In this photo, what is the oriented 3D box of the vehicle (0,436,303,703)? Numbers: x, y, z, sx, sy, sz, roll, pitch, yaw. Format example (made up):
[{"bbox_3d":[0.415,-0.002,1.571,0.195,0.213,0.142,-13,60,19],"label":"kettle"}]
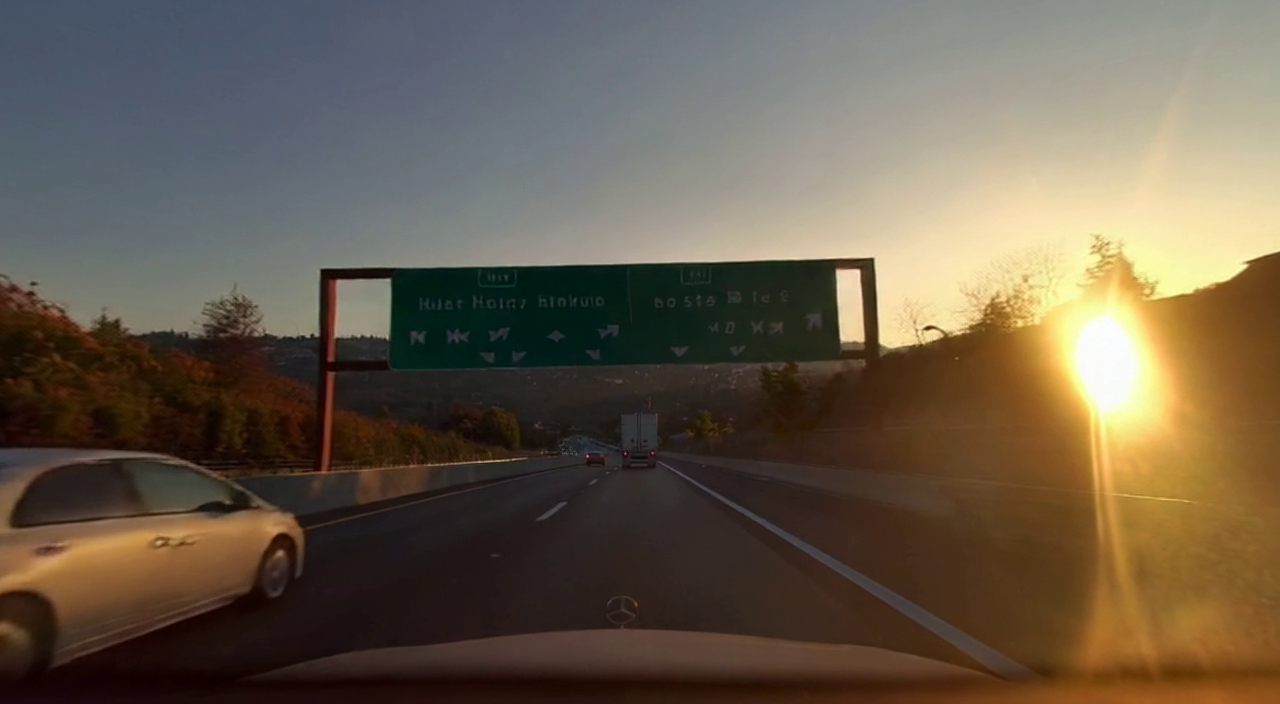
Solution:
[{"bbox_3d":[-4.053,1.244,3.704,1.839,1.451,4.097,-1,-9,1],"label":"vehicle"}]

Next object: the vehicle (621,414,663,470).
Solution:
[{"bbox_3d":[0.024,6.936,48.247,2.864,3.805,9.500,0,-9,-2],"label":"vehicle"}]
